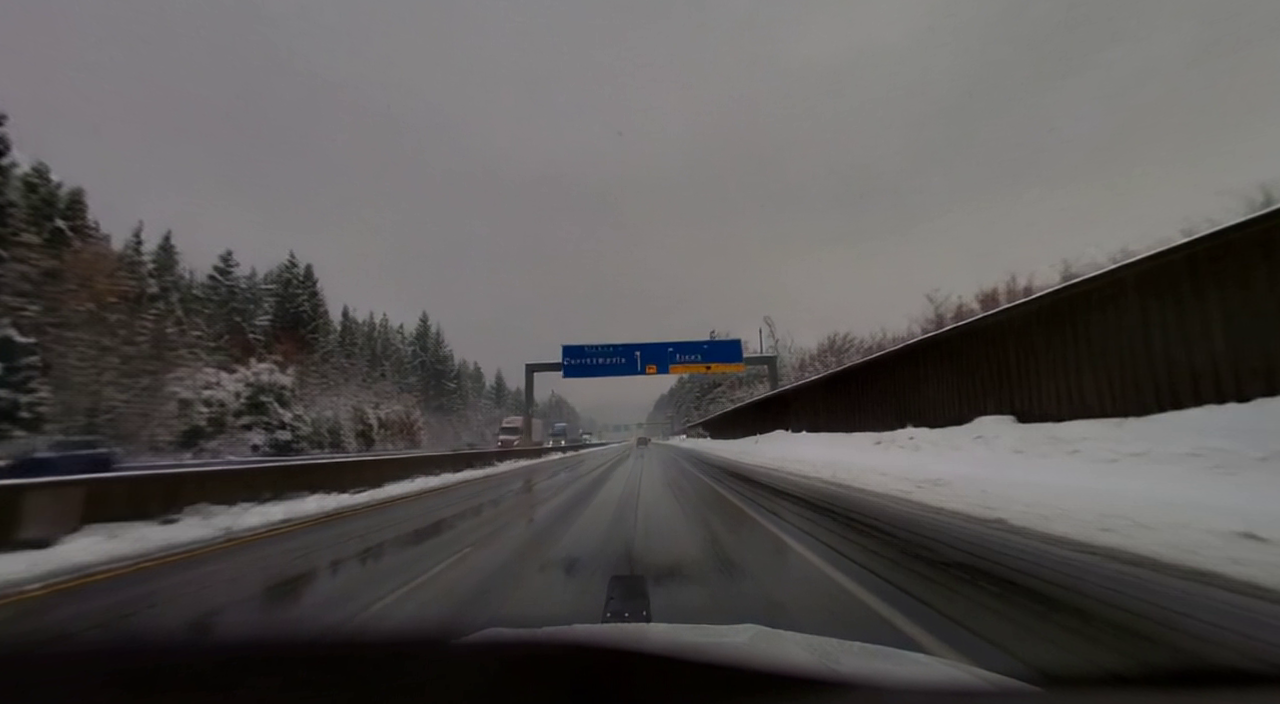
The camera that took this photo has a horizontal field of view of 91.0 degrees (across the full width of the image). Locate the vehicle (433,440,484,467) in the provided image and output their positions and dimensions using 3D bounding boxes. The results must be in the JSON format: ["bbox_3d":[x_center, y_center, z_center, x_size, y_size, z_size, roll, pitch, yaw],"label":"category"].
[{"bbox_3d":[-10.660,5.945,37.231,1.816,1.494,3.931,0,-8,0],"label":"vehicle"}]
